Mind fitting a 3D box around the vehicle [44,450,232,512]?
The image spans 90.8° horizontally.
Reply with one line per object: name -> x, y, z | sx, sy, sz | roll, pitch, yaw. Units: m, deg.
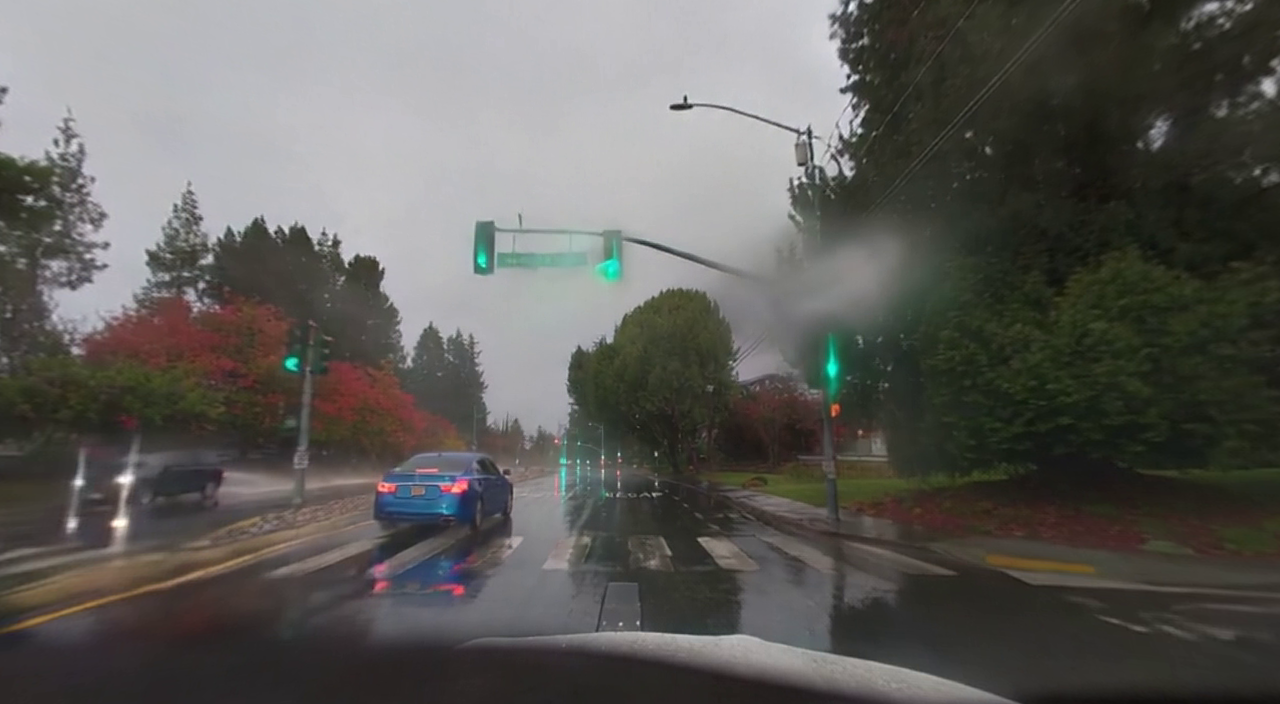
vehicle -> -17.542, 4.488, 22.613 | 2.228, 1.879, 5.638 | 0, -9, -2

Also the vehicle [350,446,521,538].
vehicle -> -3.850, 2.695, 12.857 | 1.980, 1.508, 4.502 | 0, -9, 0
